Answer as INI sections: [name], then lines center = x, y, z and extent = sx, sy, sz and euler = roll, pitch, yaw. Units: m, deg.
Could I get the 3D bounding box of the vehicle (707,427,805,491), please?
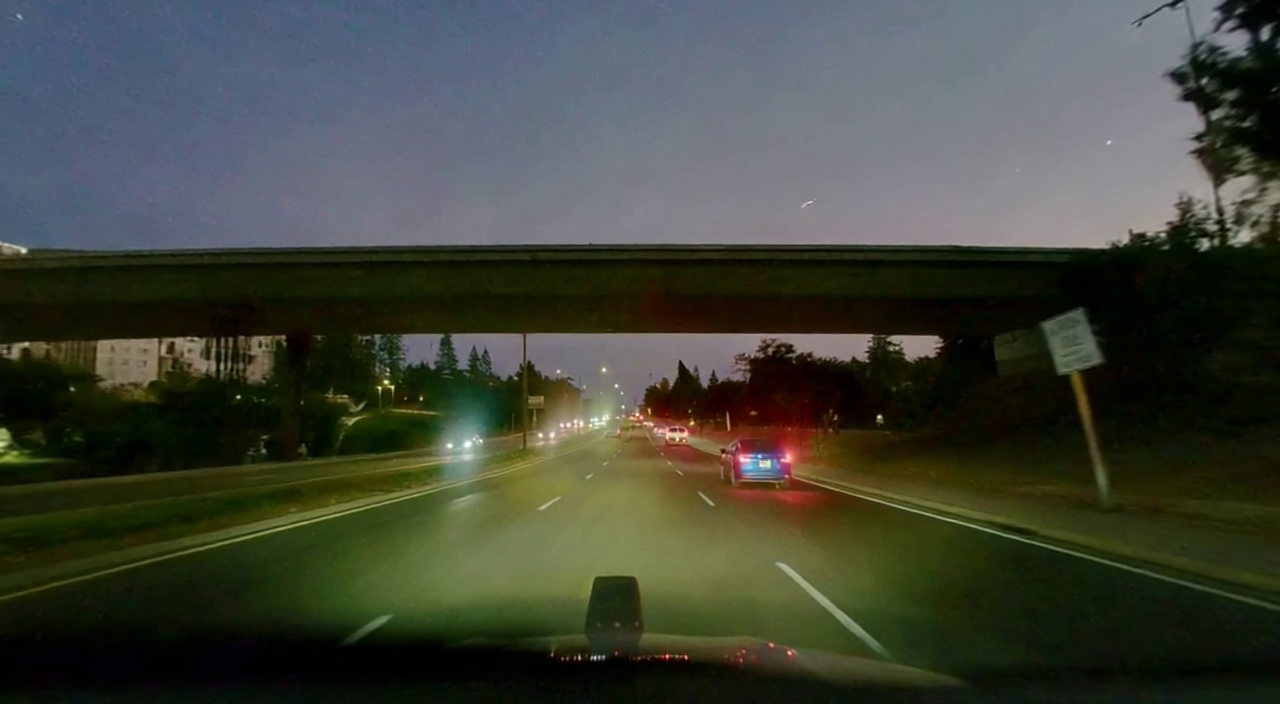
[vehicle]
center = 3.400, 3.249, 19.357
extent = 2.110, 1.712, 4.489
euler = 0, -9, 0
